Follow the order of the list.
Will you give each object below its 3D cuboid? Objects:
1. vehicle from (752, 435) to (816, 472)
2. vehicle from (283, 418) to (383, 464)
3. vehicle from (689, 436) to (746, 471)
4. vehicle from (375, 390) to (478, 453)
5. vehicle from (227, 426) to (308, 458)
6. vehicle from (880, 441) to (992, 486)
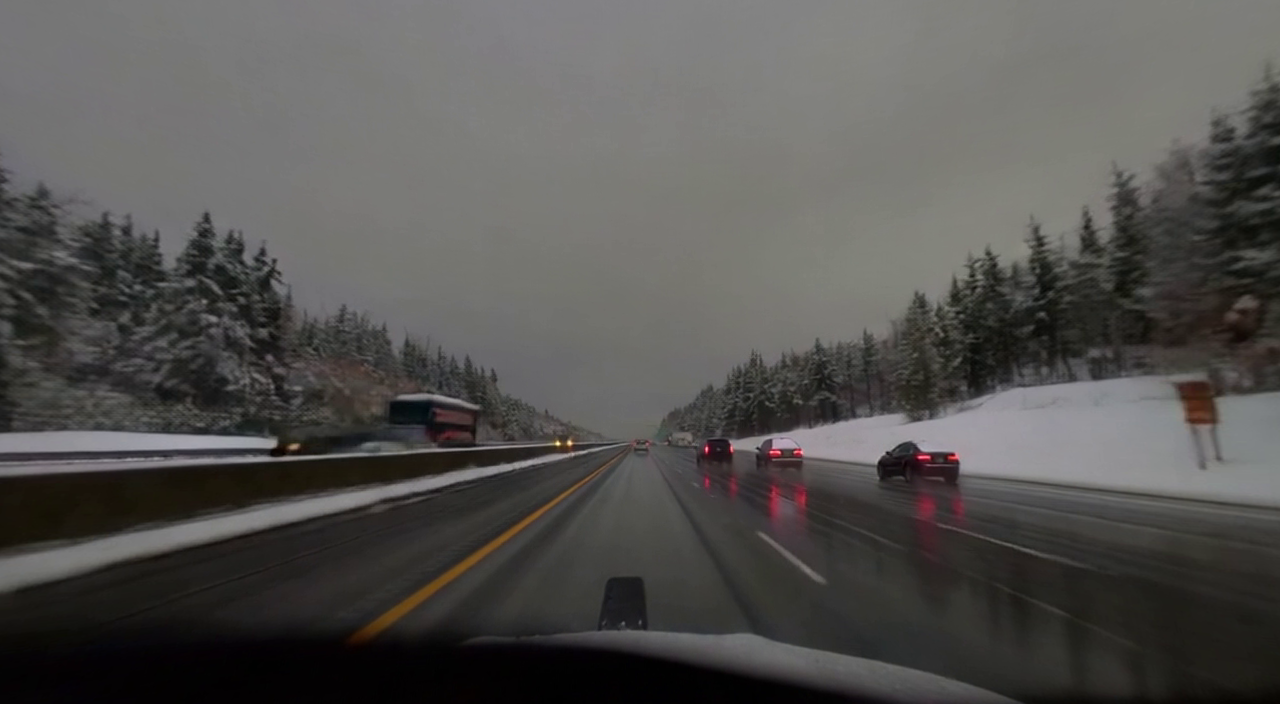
[{"bbox_3d":[7.280,5.183,32.388,2.178,1.749,4.570,0,-8,-1],"label":"vehicle"},{"bbox_3d":[-10.451,3.090,21.755,1.617,1.442,3.488,0,-8,1],"label":"vehicle"},{"bbox_3d":[3.813,5.102,31.923,2.326,1.644,4.206,0,-8,-1],"label":"vehicle"},{"bbox_3d":[-13.765,4.844,42.047,3.009,3.639,10.635,0,-9,1],"label":"vehicle"},{"bbox_3d":[-17.251,4.228,29.409,1.551,1.393,3.450,0,-9,2],"label":"vehicle"},{"bbox_3d":[10.728,4.046,23.313,1.970,1.479,4.480,0,-8,0],"label":"vehicle"}]
